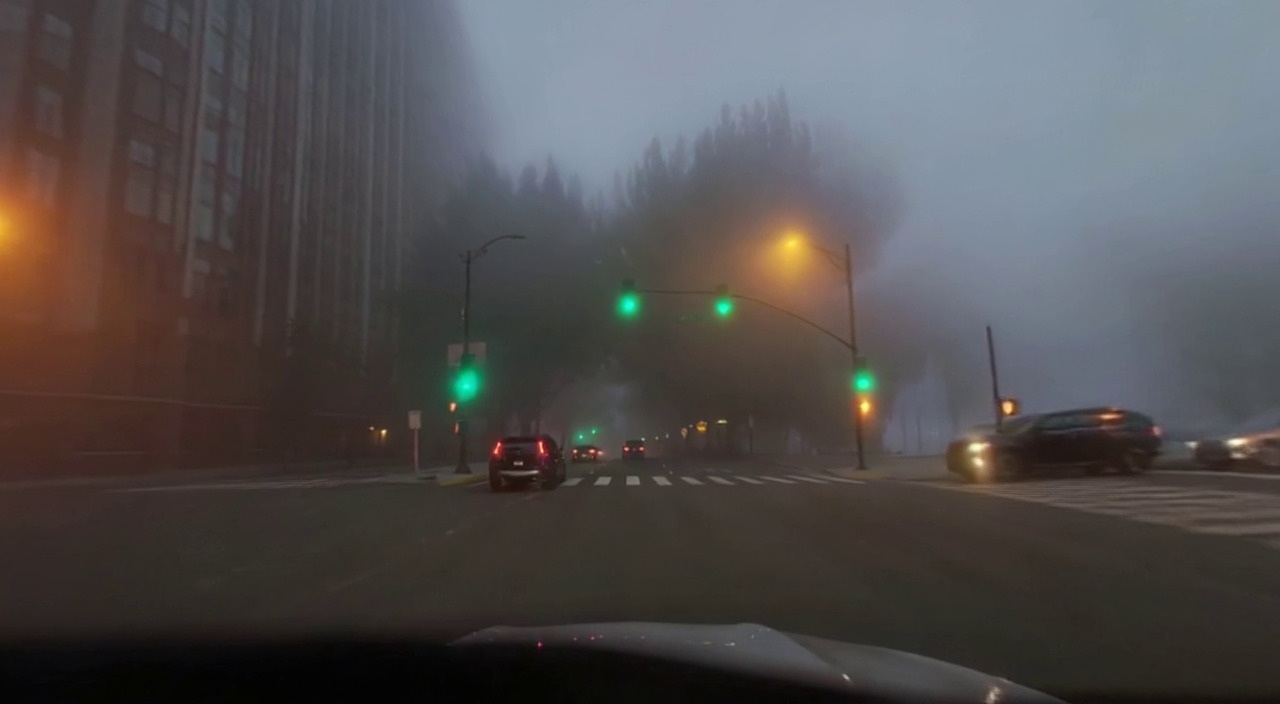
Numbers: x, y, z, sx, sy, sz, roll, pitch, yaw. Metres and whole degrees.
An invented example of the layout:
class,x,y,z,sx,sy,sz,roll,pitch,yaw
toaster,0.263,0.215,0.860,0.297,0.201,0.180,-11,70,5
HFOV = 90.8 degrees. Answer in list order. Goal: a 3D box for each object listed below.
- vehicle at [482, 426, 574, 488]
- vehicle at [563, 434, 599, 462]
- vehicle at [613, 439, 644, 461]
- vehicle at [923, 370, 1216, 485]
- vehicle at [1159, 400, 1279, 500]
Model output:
class,x,y,z,sx,sy,sz,roll,pitch,yaw
vehicle,-3.386,3.300,20.048,2.116,1.725,4.315,0,-9,0
vehicle,-3.967,6.573,43.199,2.152,1.802,4.628,0,-9,-2
vehicle,-0.893,7.047,45.461,2.095,1.438,3.843,0,-9,-3
vehicle,11.861,2.126,17.882,6.233,2.668,2.627,-3,-8,-3
vehicle,13.196,1.783,12.334,4.328,1.742,1.942,-3,-7,-1
